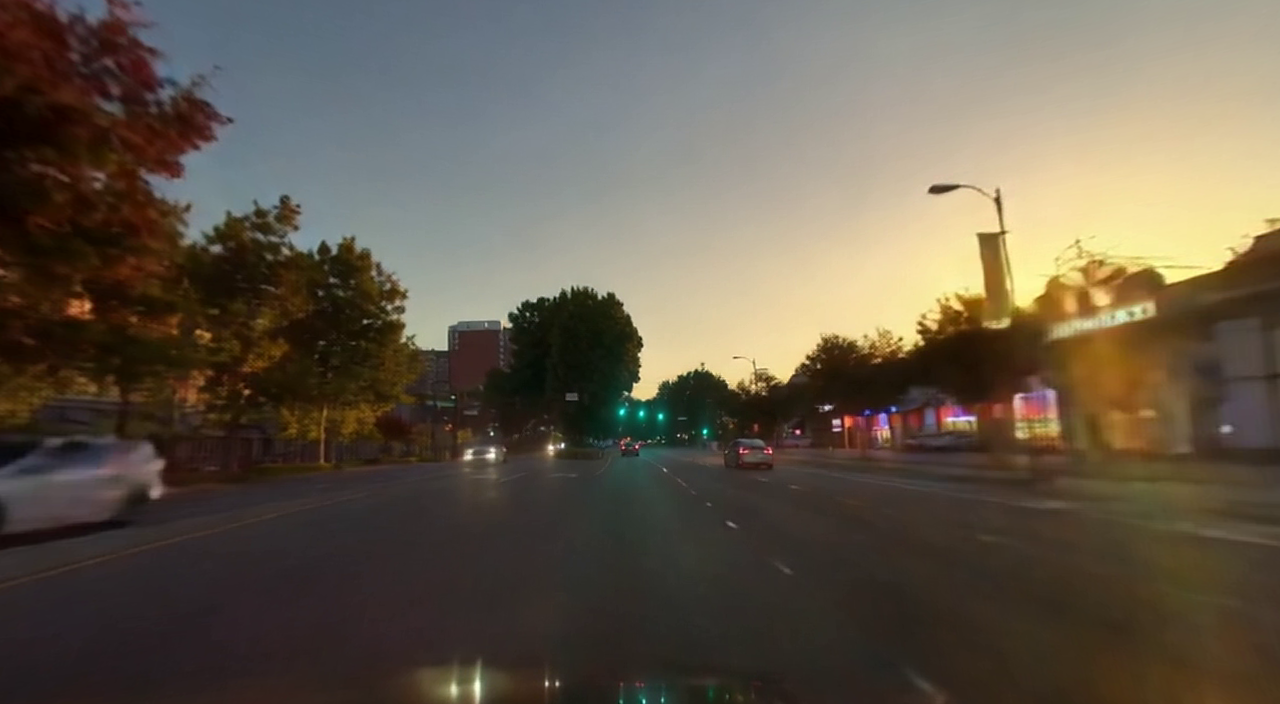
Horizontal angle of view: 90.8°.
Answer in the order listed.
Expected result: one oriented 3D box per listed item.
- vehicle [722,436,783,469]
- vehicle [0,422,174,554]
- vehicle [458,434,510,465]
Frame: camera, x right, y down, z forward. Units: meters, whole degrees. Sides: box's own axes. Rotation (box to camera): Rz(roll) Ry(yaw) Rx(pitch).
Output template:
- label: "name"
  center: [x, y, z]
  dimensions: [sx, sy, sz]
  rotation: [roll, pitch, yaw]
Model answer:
- label: "vehicle"
  center: [5.492, 4.974, 31.512]
  dimensions: [2.024, 1.475, 4.600]
  rotation: [-1, -8, -2]
- label: "vehicle"
  center: [-9.421, 1.918, 9.135]
  dimensions: [2.067, 1.712, 4.489]
  rotation: [-1, -8, -3]
- label: "vehicle"
  center: [-10.900, 6.863, 44.675]
  dimensions: [2.290, 1.989, 5.924]
  rotation: [-1, -8, -1]
